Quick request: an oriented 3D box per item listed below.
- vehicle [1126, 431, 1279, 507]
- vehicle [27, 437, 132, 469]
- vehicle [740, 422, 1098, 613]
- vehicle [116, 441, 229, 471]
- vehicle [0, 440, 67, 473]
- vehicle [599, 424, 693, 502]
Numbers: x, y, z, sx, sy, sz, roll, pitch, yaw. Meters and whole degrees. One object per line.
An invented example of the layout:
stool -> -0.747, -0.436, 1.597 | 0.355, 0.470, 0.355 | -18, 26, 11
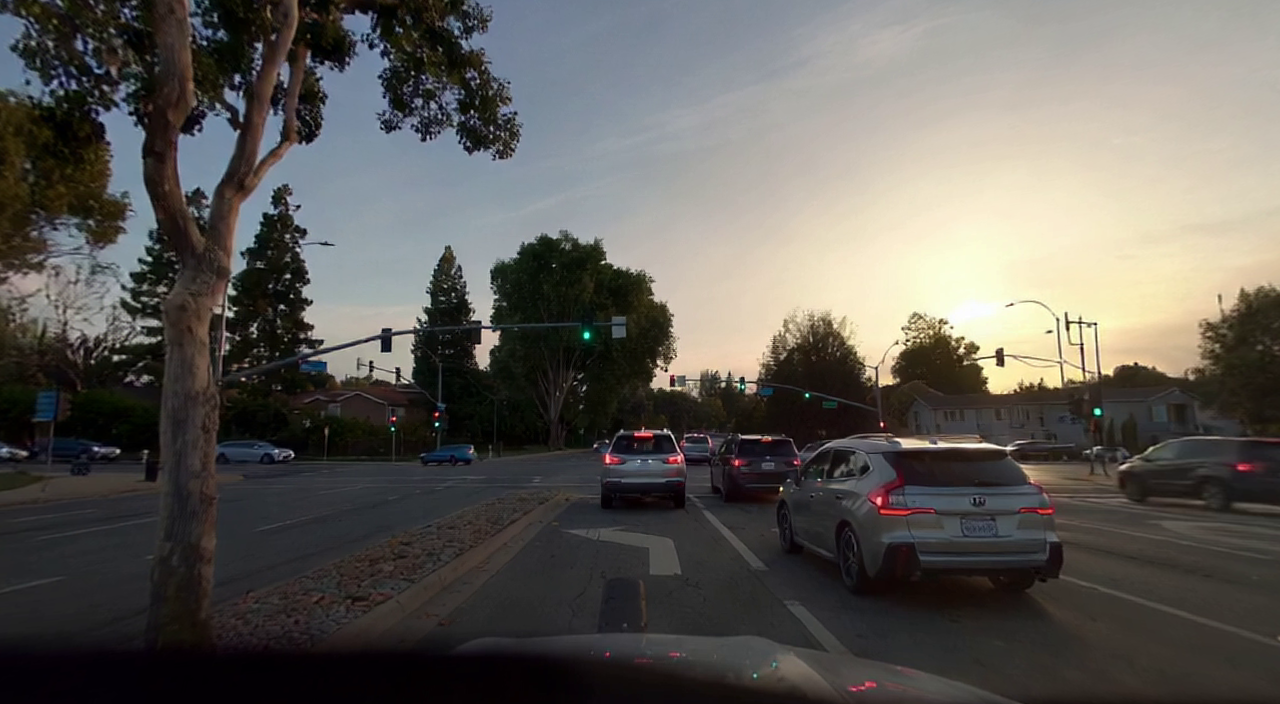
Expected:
vehicle -> 16.262, 3.124, 17.268 | 2.010, 1.796, 4.755 | 0, -8, 0
vehicle -> -36.861, 6.624, 41.526 | 4.771, 1.778, 2.032 | 3, -8, -2
vehicle -> 2.548, 1.626, 7.207 | 2.009, 1.480, 4.423 | 0, -8, -1
vehicle -> -26.342, 5.879, 35.628 | 4.724, 1.630, 1.968 | 0, -8, -3
vehicle -> -35.041, 5.774, 34.931 | 4.465, 1.693, 1.959 | 2, -9, -1
vehicle -> 0.071, 2.780, 16.120 | 2.099, 1.705, 4.020 | 0, -8, -2
